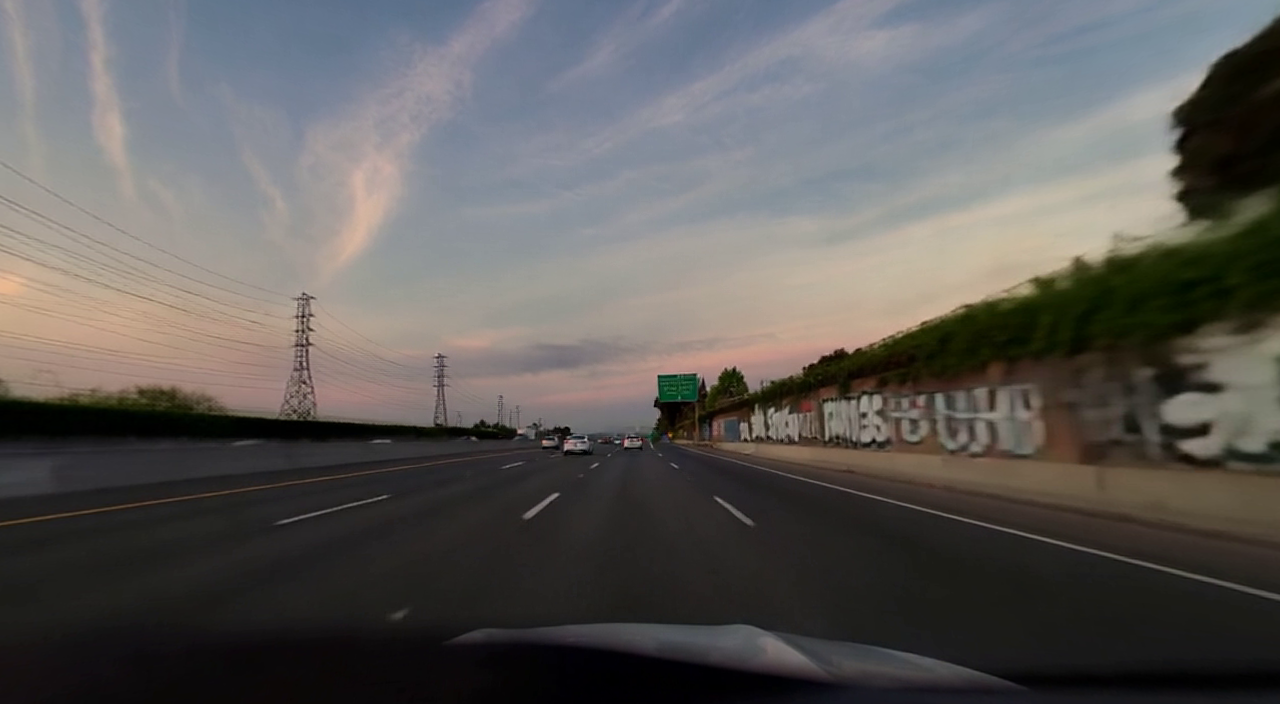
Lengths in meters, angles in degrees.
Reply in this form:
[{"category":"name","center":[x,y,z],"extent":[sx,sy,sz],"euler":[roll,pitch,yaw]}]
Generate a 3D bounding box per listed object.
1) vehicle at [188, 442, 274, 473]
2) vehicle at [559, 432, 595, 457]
[{"category":"vehicle","center":[-20.576,5.289,31.895],"extent":[1.810,1.412,3.988],"euler":[1,-8,-2]},{"category":"vehicle","center":[-4.332,6.470,44.187],"extent":[2.118,1.640,4.031],"euler":[0,-8,0]}]
